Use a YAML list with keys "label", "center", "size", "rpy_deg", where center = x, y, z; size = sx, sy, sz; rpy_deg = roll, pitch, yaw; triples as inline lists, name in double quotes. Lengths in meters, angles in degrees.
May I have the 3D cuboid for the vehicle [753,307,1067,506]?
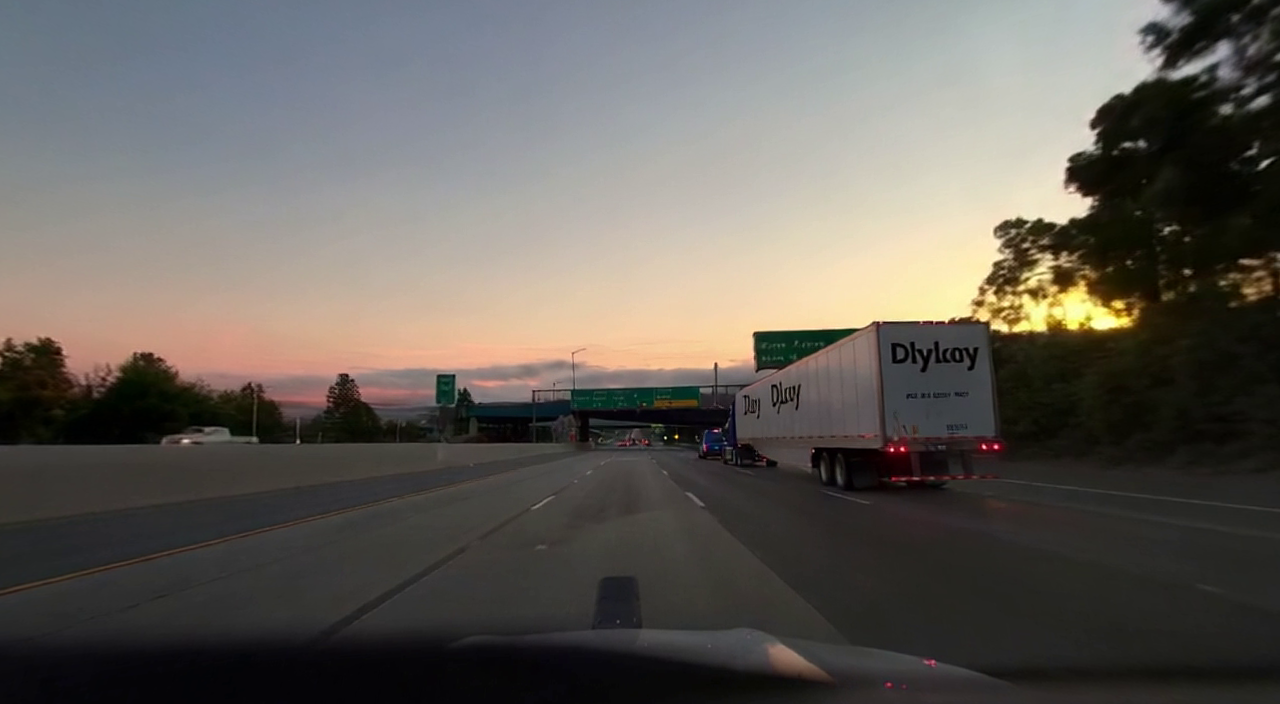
- label: "vehicle"
  center: [6.756, 2.207, 20.613]
  size: [2.962, 3.947, 16.241]
  rpy_deg: [0, -8, -1]
